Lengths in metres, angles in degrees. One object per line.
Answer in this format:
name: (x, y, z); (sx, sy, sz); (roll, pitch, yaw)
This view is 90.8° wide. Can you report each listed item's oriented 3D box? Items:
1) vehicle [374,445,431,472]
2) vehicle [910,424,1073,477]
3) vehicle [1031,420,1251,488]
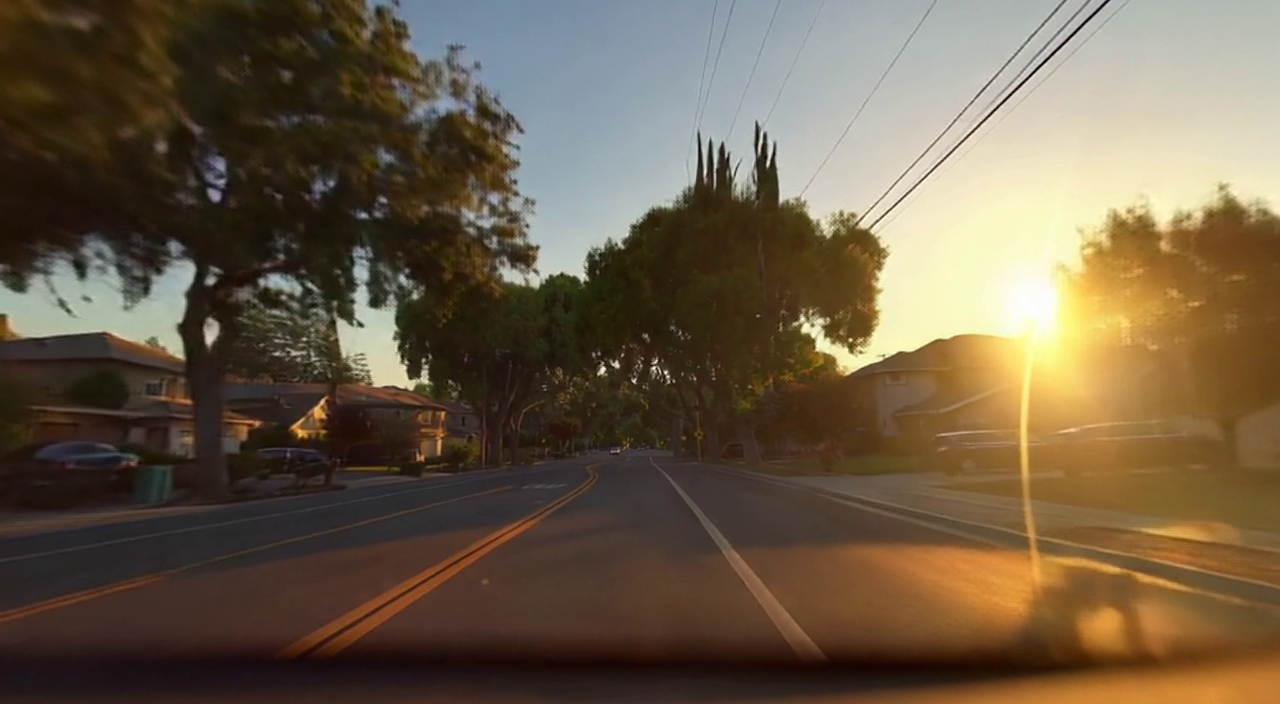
vehicle: (-18.227, 8.176, 48.807); (2.161, 1.873, 5.514); (0, -9, 0)
vehicle: (13.335, 3.778, 24.284); (4.912, 1.895, 2.047); (-1, -9, 6)
vehicle: (14.827, 3.036, 19.013); (4.652, 1.871, 2.097); (-1, -9, 7)
